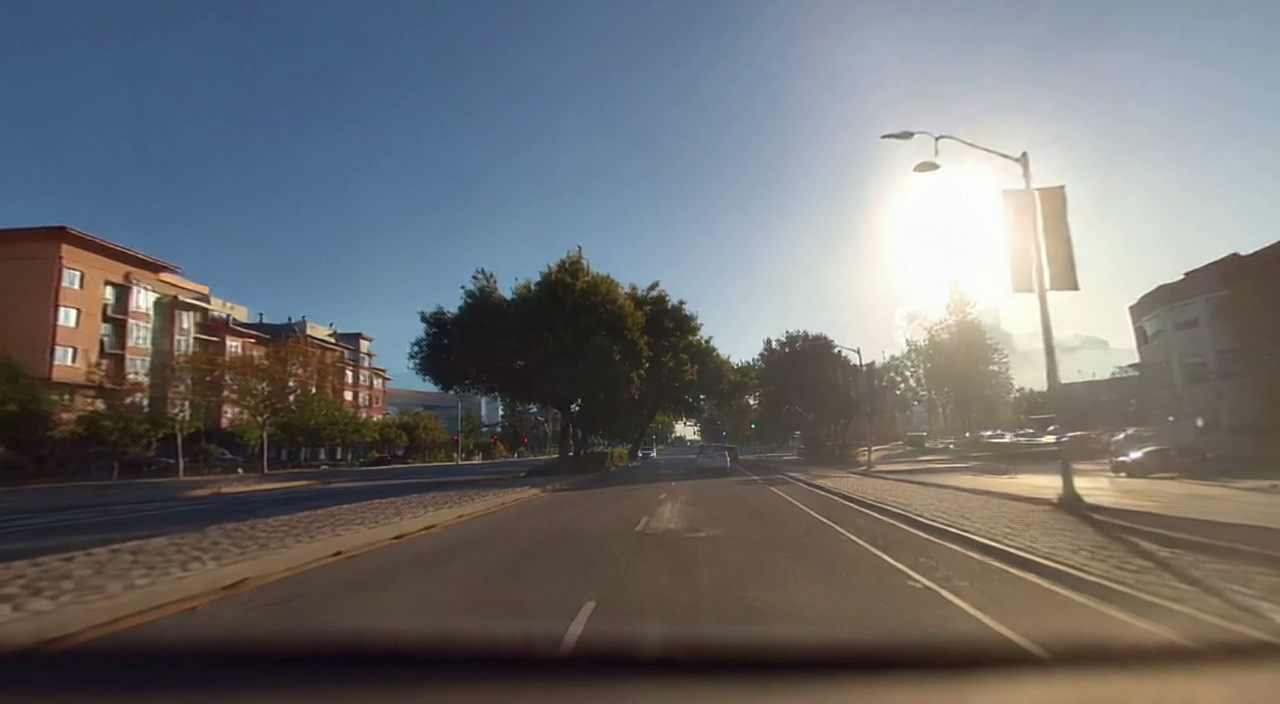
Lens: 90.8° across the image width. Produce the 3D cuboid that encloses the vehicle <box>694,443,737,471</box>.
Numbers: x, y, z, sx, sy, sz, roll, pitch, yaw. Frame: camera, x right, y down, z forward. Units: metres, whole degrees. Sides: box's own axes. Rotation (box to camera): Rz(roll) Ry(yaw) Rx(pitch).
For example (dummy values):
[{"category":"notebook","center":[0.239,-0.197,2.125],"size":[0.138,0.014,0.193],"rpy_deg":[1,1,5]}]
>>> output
[{"category":"vehicle","center":[4.231,5.956,36.081],"size":[2.133,1.481,4.276],"rpy_deg":[-1,-9,4]}]
